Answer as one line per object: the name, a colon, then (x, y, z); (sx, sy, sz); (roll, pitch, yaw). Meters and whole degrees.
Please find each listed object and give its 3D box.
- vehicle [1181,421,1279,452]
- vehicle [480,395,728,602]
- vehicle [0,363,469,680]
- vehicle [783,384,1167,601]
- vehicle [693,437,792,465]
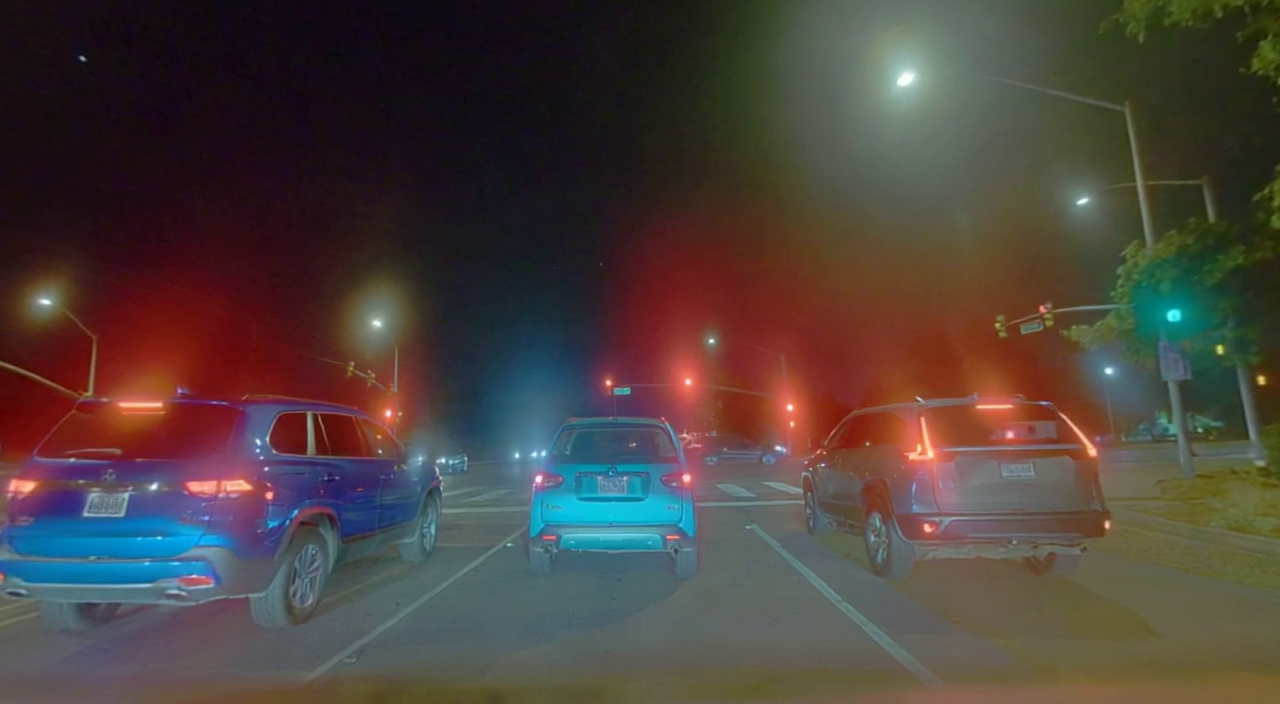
vehicle: (32.783, 4.656, 34.767); (4.175, 1.634, 1.877); (1, -8, -4)
vehicle: (-0.239, 1.513, 7.320); (2.067, 1.702, 3.987); (0, -8, 2)
vehicle: (-3.271, 1.286, 5.891); (2.047, 1.810, 4.414); (0, -8, 1)
vehicle: (3.274, 1.485, 7.517); (2.083, 1.779, 4.532); (0, -8, 0)
vehicle: (5.652, 5.475, 34.853); (5.018, 1.435, 1.920); (-5, -10, 31)
